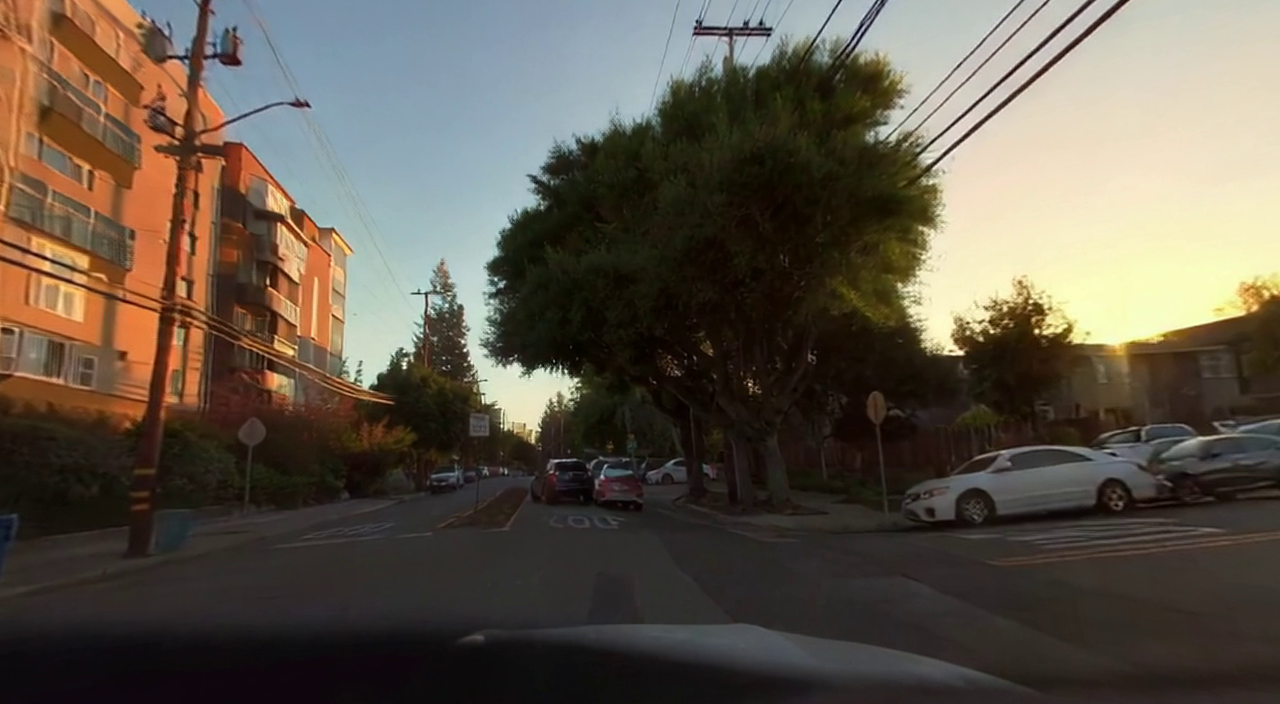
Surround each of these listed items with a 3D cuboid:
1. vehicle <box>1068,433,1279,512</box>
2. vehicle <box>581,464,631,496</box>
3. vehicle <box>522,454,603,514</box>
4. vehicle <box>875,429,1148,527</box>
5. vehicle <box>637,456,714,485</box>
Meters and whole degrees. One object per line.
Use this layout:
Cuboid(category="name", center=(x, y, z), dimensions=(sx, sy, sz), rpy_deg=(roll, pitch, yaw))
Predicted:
Cuboid(category="vehicle", center=(13.177, 2.830, 15.028), dimensions=(4.830, 1.490, 1.878), rpy_deg=(-2, -12, -11))
Cuboid(category="vehicle", center=(-1.833, 6.669, 33.196), dimensions=(1.918, 1.475, 4.060), rpy_deg=(2, -10, -13))
Cuboid(category="vehicle", center=(-2.962, 4.745, 23.246), dimensions=(2.155, 1.872, 4.790), rpy_deg=(2, -9, -16))
Cuboid(category="vehicle", center=(8.055, 2.774, 13.942), dimensions=(4.877, 1.755, 1.918), rpy_deg=(-1, -13, -10))
Cuboid(category="vehicle", center=(2.203, 7.427, 39.636), dimensions=(4.424, 1.645, 1.820), rpy_deg=(1, -10, -12))
